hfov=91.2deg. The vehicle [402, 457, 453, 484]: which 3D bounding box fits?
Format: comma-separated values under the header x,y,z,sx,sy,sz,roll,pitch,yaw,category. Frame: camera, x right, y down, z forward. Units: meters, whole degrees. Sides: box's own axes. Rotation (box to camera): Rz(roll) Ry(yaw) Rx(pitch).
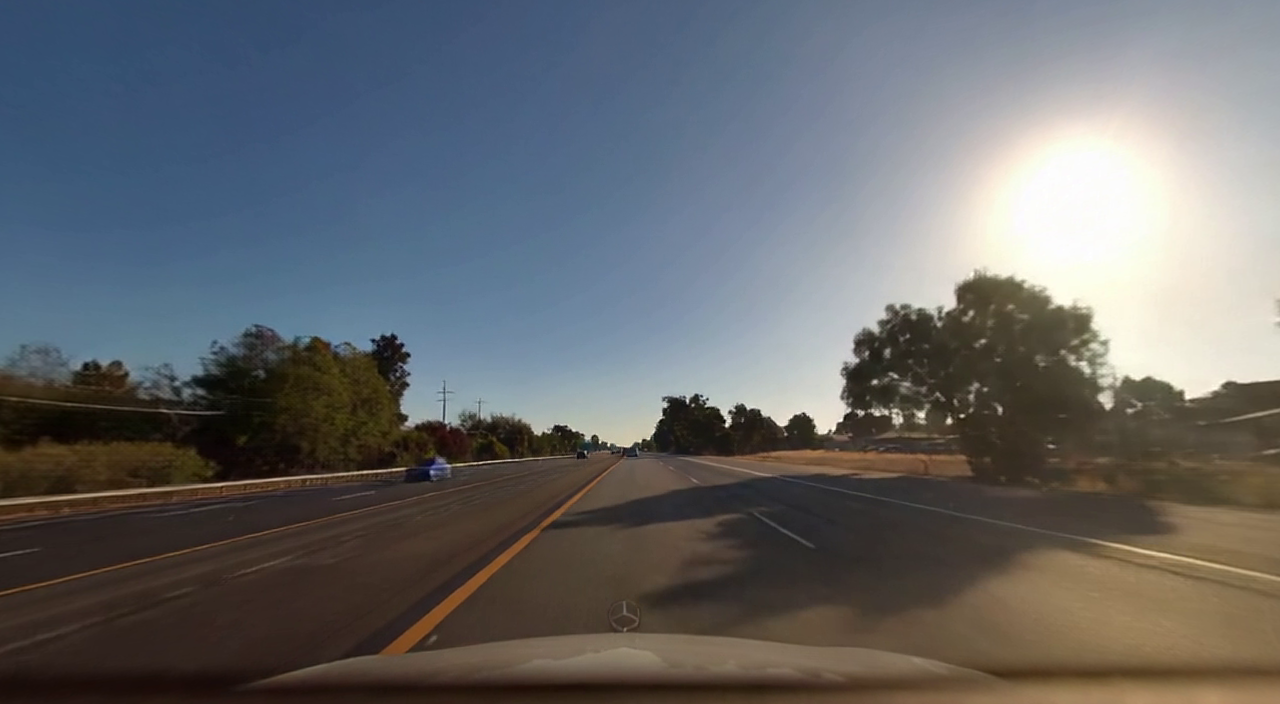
x,y,z,sx,sy,sz,roll,pitch,yaw,category
-13.315,7.415,39.435,1.829,1.480,4.160,-3,-9,-1,vehicle
